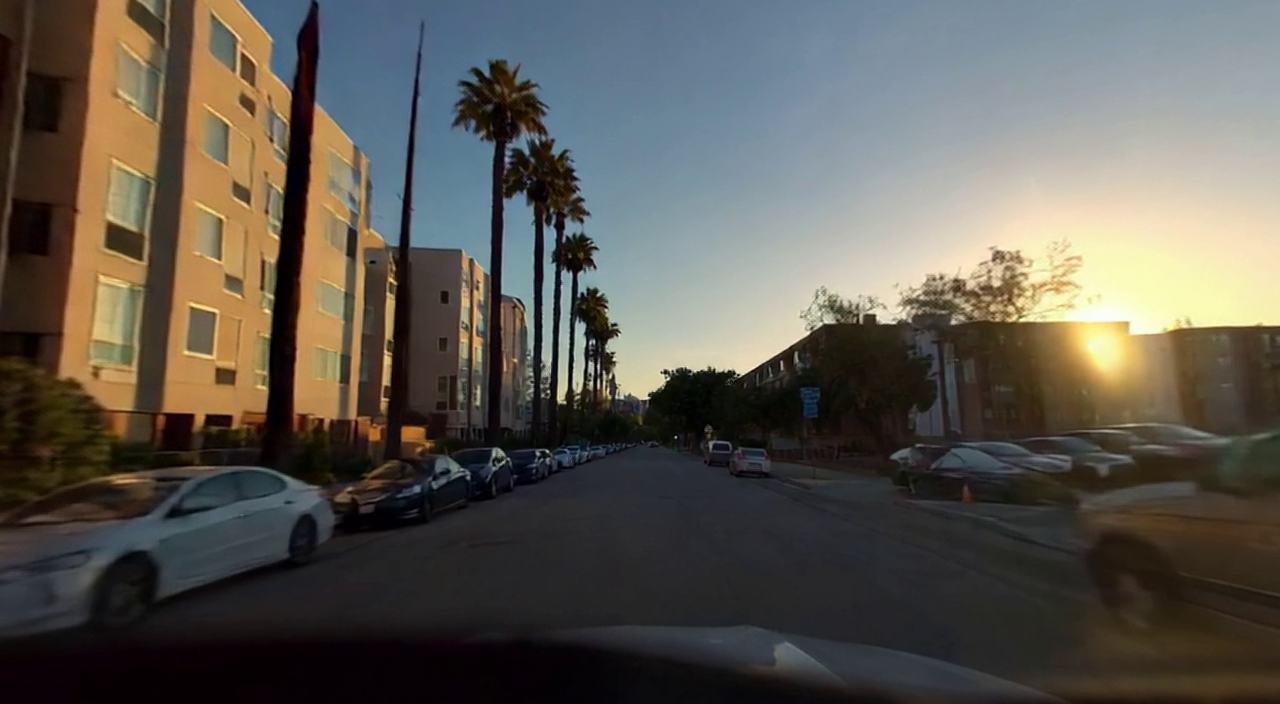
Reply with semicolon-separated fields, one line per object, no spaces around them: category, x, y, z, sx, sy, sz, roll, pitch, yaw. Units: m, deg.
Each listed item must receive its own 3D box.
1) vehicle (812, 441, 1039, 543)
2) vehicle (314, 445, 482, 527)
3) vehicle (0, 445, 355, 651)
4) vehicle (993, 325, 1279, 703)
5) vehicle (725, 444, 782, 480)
vehicle;4.882;2.433;11.806;2.026;1.474;4.859;0;-8;1
vehicle;-5.088;2.852;14.074;1.997;1.497;4.437;0;-9;0
vehicle;-5.298;1.814;7.078;2.031;1.505;4.540;0;-8;1
vehicle;4.494;0.807;2.720;2.570;2.005;6.020;0;-8;1
vehicle;5.198;5.070;29.507;1.991;1.525;5.203;-1;-8;3
